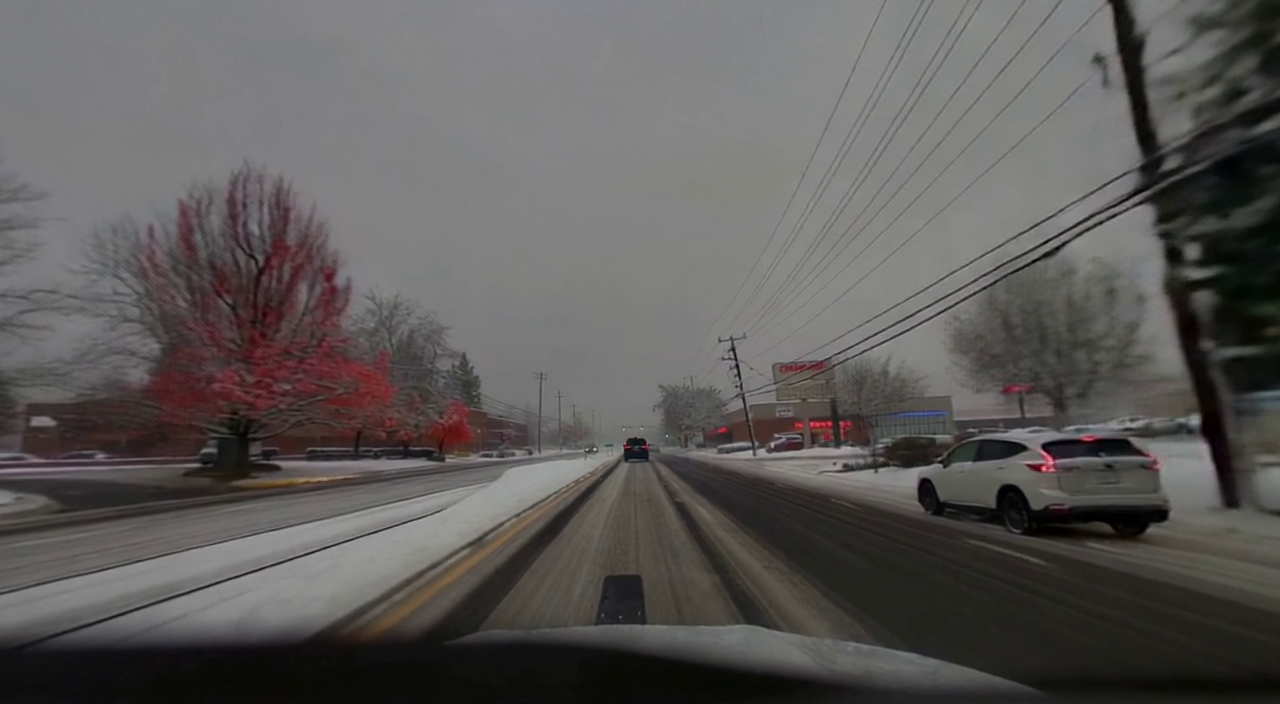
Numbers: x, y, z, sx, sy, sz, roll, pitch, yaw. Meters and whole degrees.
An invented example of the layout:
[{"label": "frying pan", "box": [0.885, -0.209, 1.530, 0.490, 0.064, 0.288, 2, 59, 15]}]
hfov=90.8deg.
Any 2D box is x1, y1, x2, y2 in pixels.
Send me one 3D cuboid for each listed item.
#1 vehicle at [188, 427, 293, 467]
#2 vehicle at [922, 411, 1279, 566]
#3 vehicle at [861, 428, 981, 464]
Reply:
[{"label": "vehicle", "box": [-28.798, 6.857, 45.798, 5.851, 2.505, 2.504, -2, -8, -8]}, {"label": "vehicle", "box": [6.240, 1.850, 9.338, 1.995, 1.705, 4.434, 0, -8, -1]}, {"label": "vehicle", "box": [16.611, 5.569, 37.530, 5.990, 1.834, 2.262, -2, -8, -6]}]
